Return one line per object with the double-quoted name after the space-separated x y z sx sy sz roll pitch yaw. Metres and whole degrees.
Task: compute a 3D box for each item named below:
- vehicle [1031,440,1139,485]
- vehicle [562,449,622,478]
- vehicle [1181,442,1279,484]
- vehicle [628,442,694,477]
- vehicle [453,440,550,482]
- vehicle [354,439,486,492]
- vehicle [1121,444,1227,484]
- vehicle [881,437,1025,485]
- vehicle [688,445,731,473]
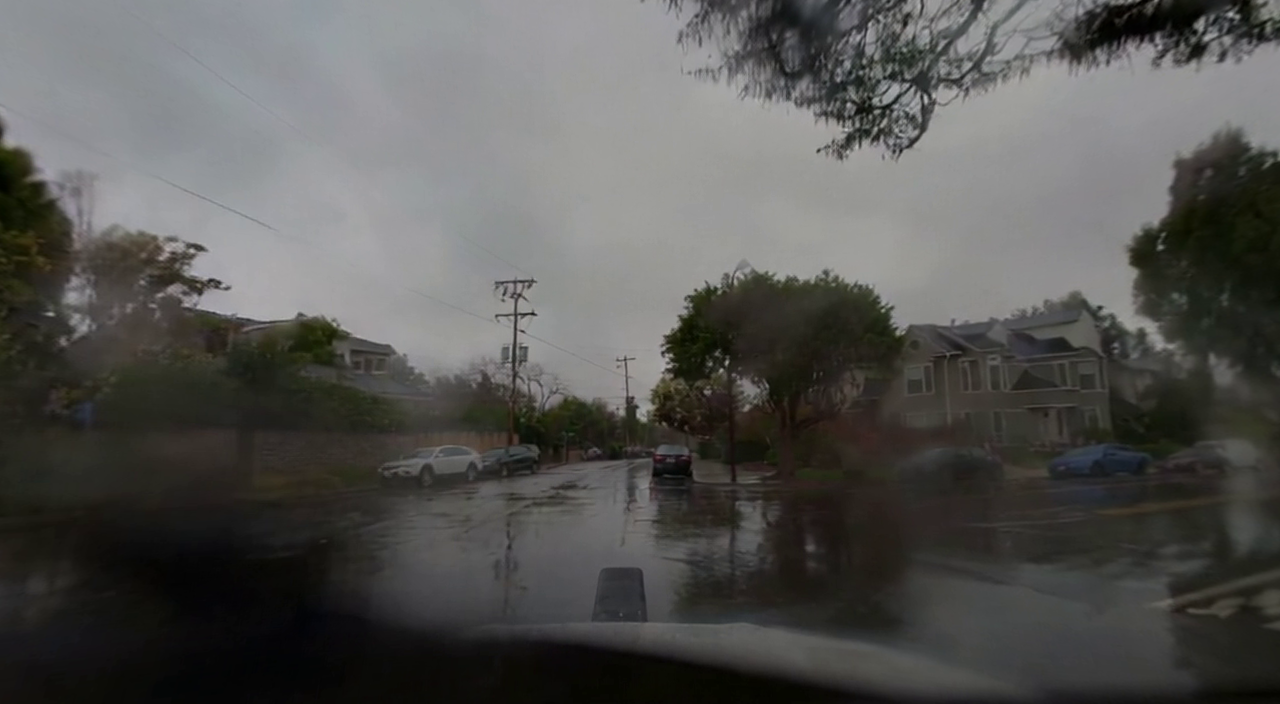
19.725 4.839 27.979 4.414 1.837 1.937 4 -10 -28 "vehicle"
-3.242 7.691 43.835 2.287 1.830 5.343 -3 -9 18 "vehicle"
32.458 6.000 34.612 5.738 2.060 2.282 4 -10 -30 "vehicle"
1.097 5.219 30.892 1.981 1.579 4.446 -4 -9 19 "vehicle"
-6.847 5.484 32.066 2.283 1.909 5.692 -3 -9 17 "vehicle"
-8.834 4.594 26.082 2.152 1.877 5.701 -3 -9 17 "vehicle"
27.057 5.607 31.951 5.499 1.837 2.089 4 -10 -29 "vehicle"
11.839 4.194 23.891 5.197 1.431 2.136 8 -14 -27 "vehicle"
4.620 6.974 41.366 1.989 1.683 3.918 -3 -9 18 "vehicle"
